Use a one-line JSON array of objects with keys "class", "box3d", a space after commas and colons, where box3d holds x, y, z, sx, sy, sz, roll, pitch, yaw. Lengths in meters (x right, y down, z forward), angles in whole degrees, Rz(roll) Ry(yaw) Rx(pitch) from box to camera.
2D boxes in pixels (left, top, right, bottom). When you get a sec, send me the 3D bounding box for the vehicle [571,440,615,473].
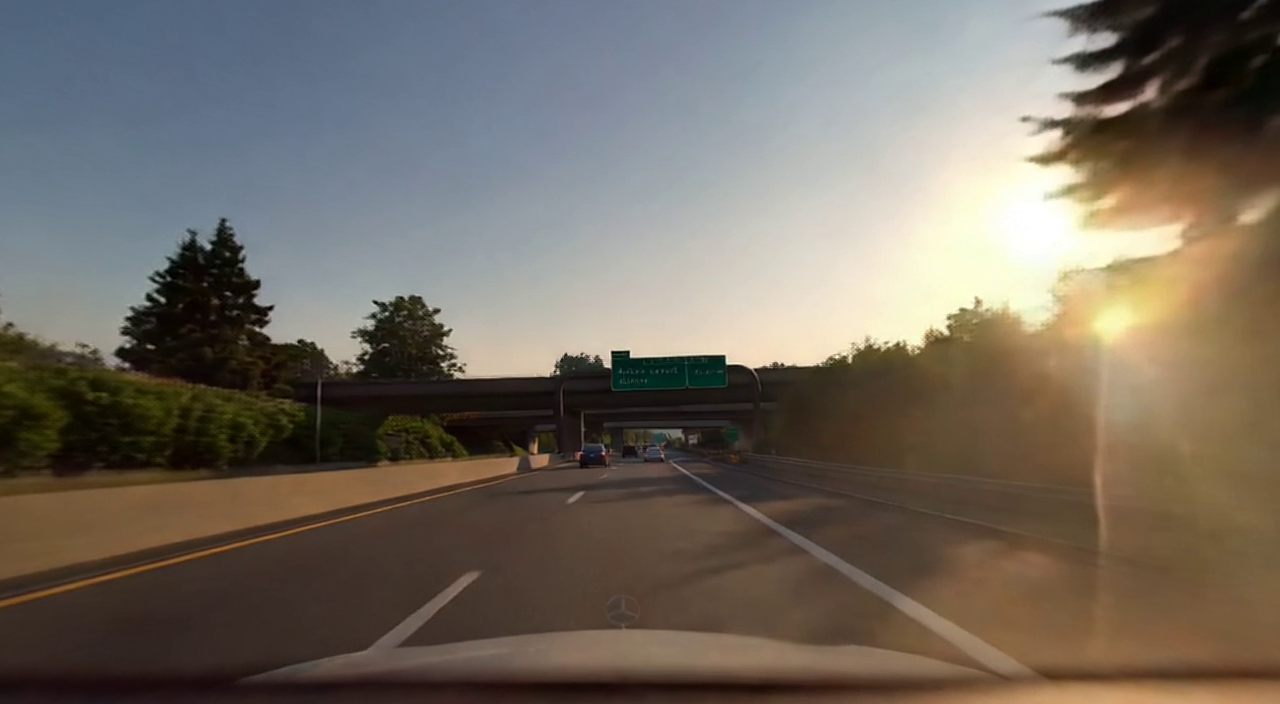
[{"class": "vehicle", "box3d": [-2.702, 6.145, 37.291, 2.143, 1.853, 4.123, 0, -9, 2]}]
